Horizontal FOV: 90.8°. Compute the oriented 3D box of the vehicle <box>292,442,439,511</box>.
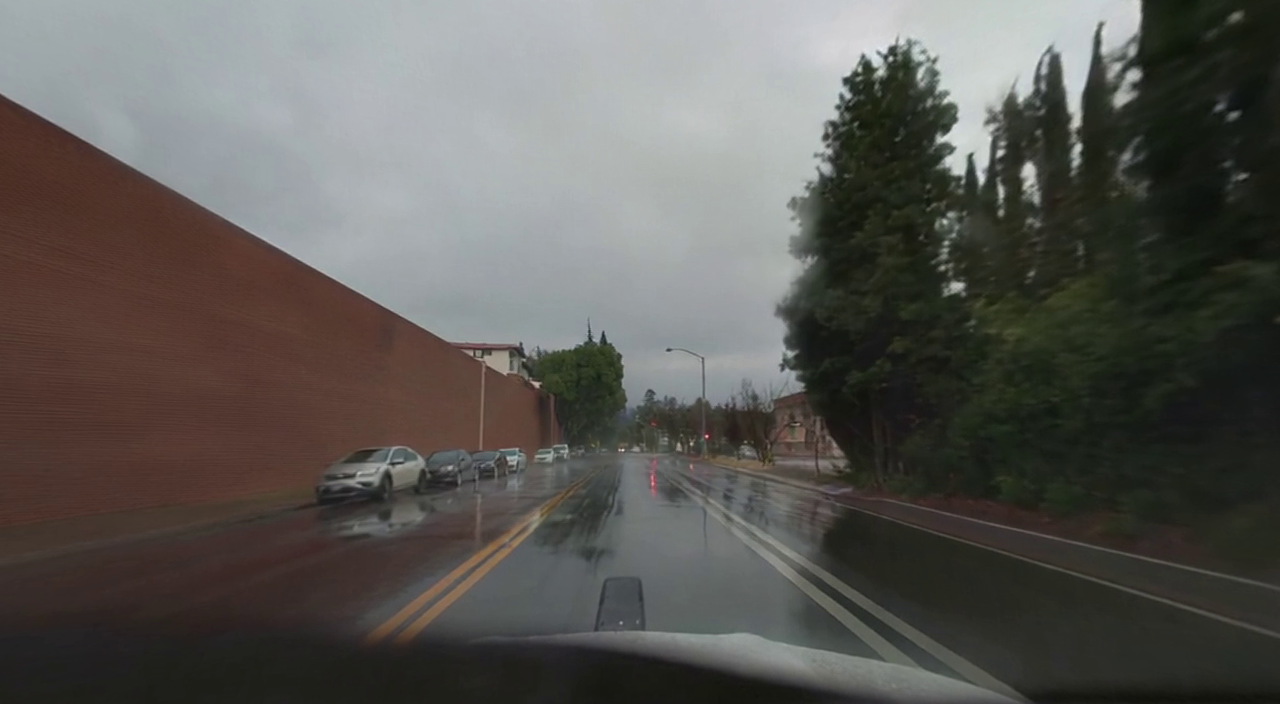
[{"bbox_3d":[-7.015,3.178,16.777,1.899,1.485,4.593,2,-8,-2],"label":"vehicle"}]
